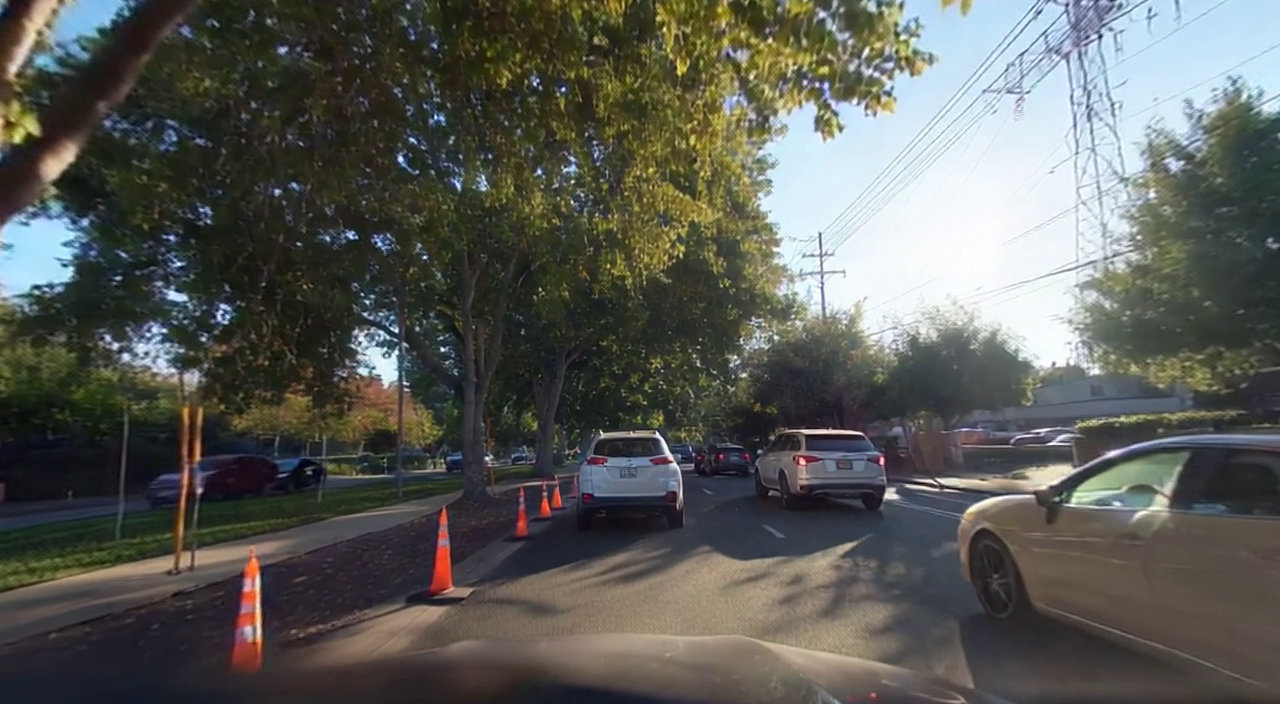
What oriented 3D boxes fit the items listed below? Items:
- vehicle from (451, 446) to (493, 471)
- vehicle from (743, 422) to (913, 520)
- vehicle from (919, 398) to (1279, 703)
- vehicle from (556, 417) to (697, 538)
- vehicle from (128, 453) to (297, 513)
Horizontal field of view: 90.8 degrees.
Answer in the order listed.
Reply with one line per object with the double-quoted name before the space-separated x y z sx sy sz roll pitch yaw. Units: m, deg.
"vehicle" -12.634 8.020 47.836 1.911 1.693 4.452 -1 -8 1
"vehicle" 3.777 2.490 13.788 2.116 1.726 4.672 0 -8 -2
"vehicle" 3.401 1.004 3.064 1.977 1.460 4.565 0 -8 0
"vehicle" -0.248 2.122 11.255 2.050 1.745 3.915 0 -8 -1
"vehicle" -12.254 3.745 18.539 1.836 1.451 4.456 -1 -8 0
